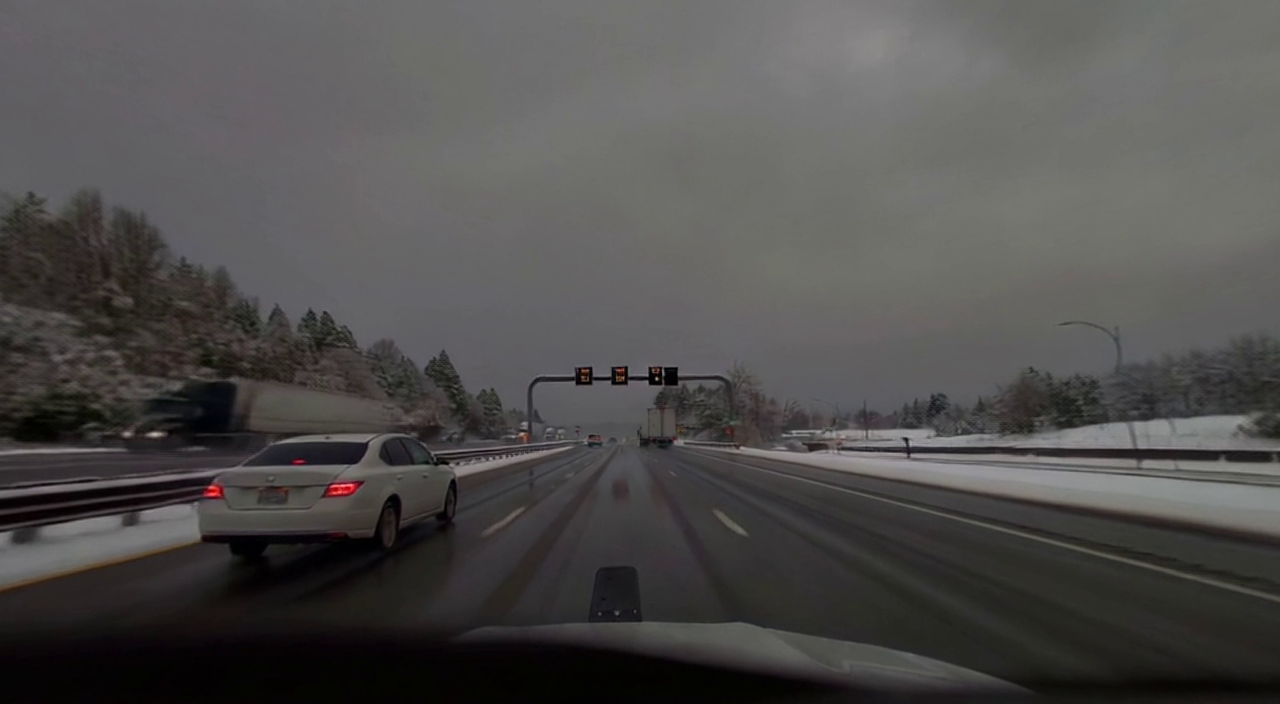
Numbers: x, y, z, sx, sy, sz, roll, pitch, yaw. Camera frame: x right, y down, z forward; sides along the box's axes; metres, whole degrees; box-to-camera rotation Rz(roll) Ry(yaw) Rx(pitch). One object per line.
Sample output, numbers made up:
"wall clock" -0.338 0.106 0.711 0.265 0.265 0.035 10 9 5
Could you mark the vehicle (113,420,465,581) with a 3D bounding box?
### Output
"vehicle" -3.804 1.646 7.974 1.971 1.444 4.401 0 -8 -1
